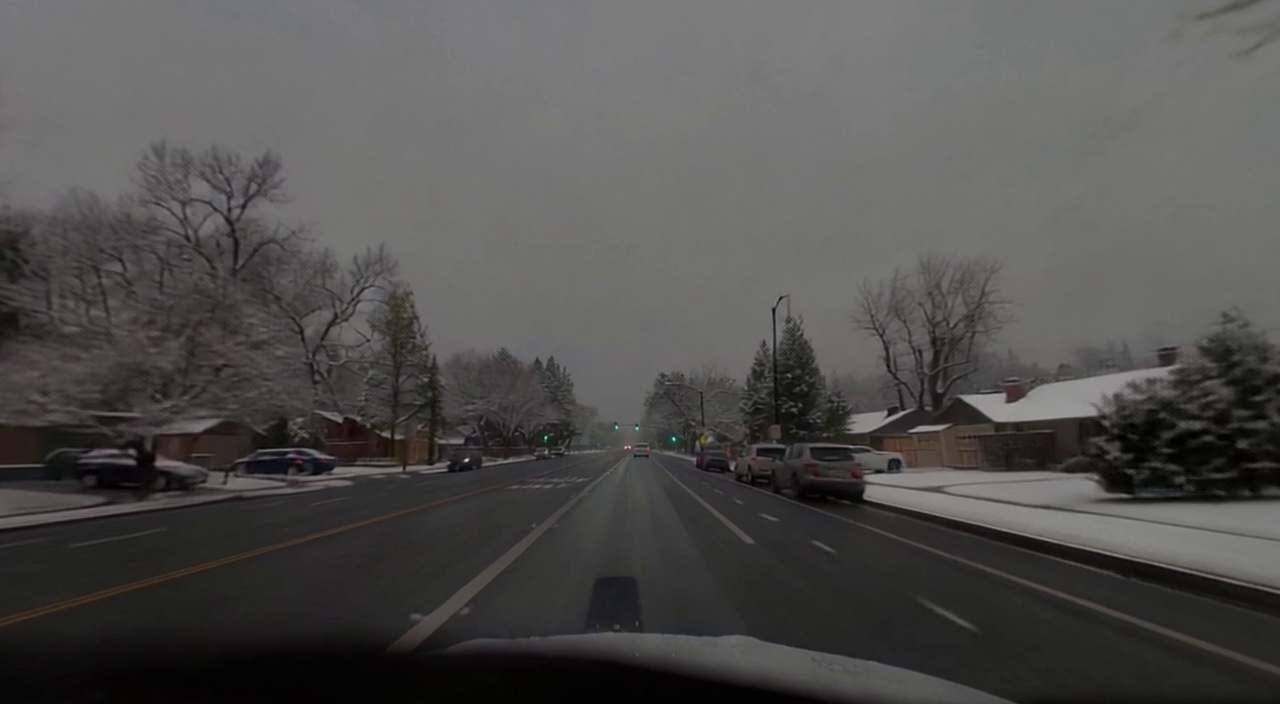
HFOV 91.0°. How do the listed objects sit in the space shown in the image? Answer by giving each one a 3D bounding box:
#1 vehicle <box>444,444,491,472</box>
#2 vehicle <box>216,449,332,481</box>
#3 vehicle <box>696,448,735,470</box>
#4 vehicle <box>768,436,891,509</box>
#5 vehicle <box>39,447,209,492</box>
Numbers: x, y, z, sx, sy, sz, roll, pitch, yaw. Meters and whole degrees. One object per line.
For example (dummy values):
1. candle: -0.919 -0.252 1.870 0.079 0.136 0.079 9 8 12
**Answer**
1. vehicle: -11.892 7.376 43.671 2.061 1.760 4.569 -1 -10 -1
2. vehicle: -17.638 5.443 30.497 4.349 1.457 1.997 0 -9 -1
3. vehicle: 5.326 7.601 45.036 2.002 1.461 4.673 1 -9 -2
4. vehicle: 5.319 3.422 18.348 2.164 1.729 4.488 3 -9 -1
5. vehicle: -18.121 4.111 22.252 4.355 1.482 1.794 0 -9 0
